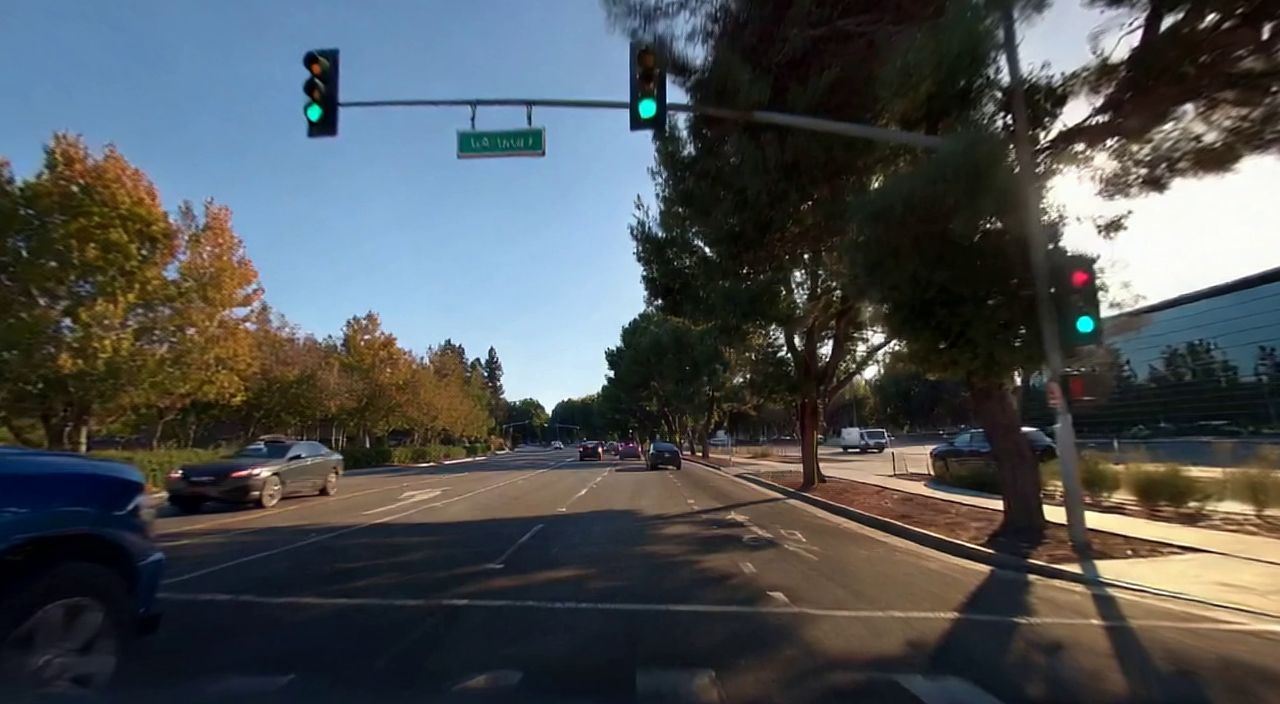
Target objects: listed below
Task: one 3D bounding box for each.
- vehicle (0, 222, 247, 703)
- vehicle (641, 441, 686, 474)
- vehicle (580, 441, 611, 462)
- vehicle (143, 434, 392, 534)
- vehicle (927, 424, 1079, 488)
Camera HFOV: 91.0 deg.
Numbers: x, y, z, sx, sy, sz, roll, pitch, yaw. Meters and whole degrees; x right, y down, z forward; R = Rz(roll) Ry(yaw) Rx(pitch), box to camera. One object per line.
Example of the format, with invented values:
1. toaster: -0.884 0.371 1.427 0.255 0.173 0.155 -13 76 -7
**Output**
1. vehicle: -3.258 0.343 0.140 2.512 1.992 5.725 0 -9 2
2. vehicle: 1.105 5.290 31.823 2.142 1.528 4.133 0 -9 0
3. vehicle: -3.204 7.310 46.421 2.018 1.458 4.350 0 -9 -1
4. vehicle: -6.570 2.357 11.853 1.959 1.515 4.350 0 -9 1
5. vehicle: 12.123 3.526 21.559 2.131 1.909 4.927 0 -9 -2
